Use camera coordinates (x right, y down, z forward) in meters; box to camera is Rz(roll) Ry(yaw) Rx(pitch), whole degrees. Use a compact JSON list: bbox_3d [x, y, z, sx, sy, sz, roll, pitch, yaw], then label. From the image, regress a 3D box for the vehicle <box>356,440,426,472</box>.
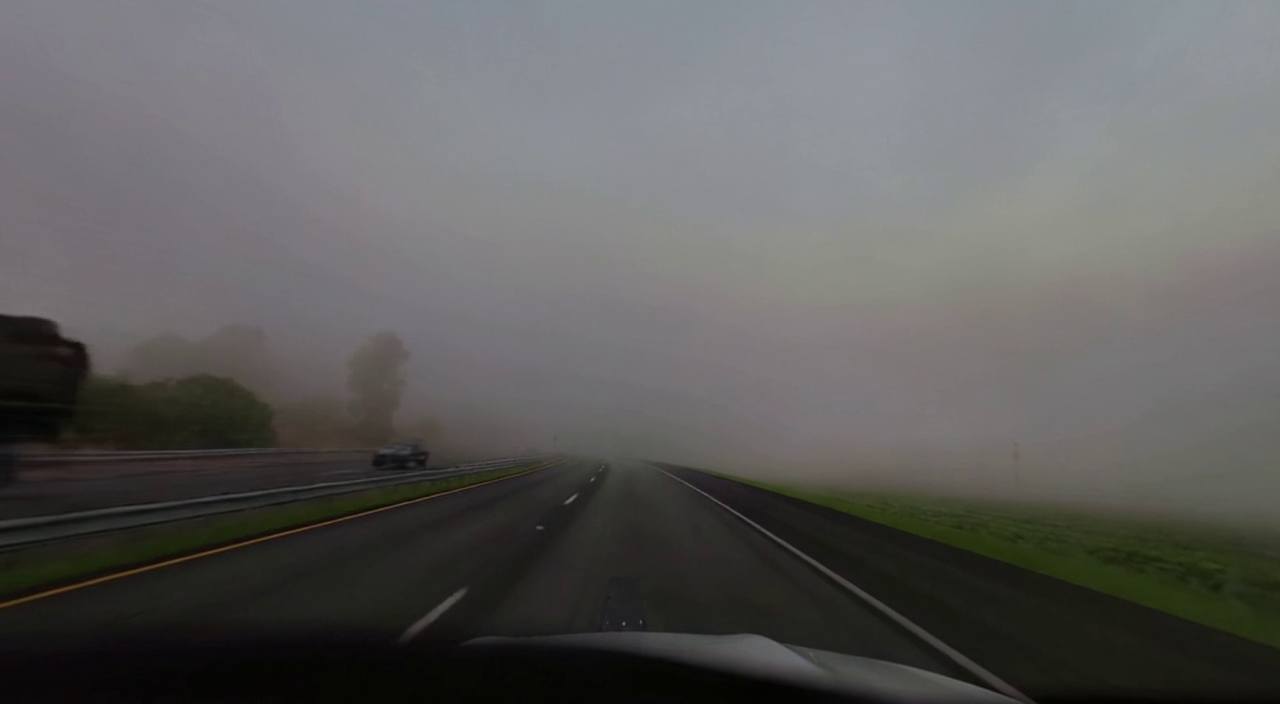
[{"bbox_3d":[-12.818,5.366,32.701,2.167,1.558,3.727,0,-9,-2],"label":"vehicle"}]
